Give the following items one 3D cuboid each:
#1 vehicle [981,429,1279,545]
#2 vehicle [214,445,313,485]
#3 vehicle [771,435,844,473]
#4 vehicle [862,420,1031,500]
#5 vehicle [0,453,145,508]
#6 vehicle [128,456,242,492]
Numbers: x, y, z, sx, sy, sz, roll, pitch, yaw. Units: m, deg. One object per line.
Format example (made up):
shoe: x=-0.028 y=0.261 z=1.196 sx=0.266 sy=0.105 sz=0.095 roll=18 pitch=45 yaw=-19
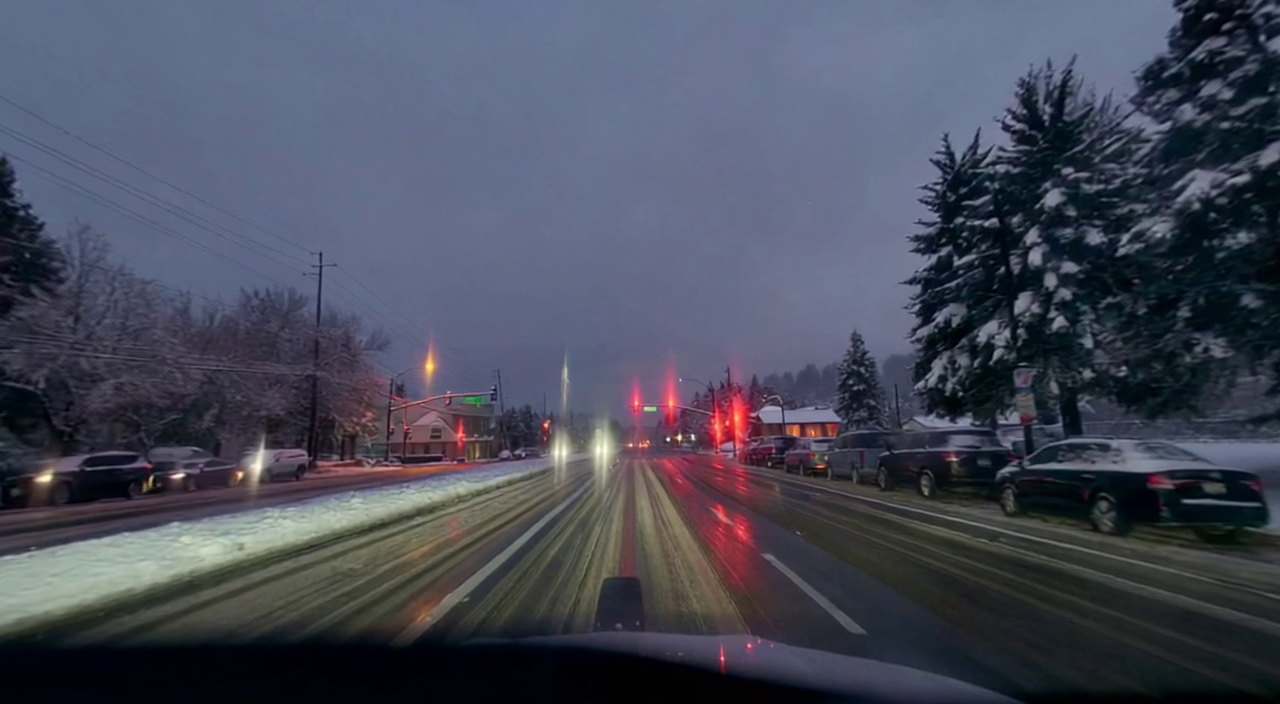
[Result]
vehicle: x=7.953 y=2.080 z=10.513 sx=1.892 sy=1.457 sz=4.840 roll=0 pitch=-9 yaw=1
vehicle: x=-22.346 y=6.692 z=37.906 sx=2.328 sy=1.929 sz=6.055 roll=-5 pitch=-9 yaw=-1
vehicle: x=7.866 y=4.848 z=30.202 sx=1.987 sy=1.628 sz=4.712 roll=0 pitch=-9 yaw=-3
vehicle: x=7.936 y=2.847 z=17.037 sx=2.034 sy=1.822 sz=4.953 roll=0 pitch=-9 yaw=0
vehicle: x=-22.323 y=4.833 z=24.225 sx=2.322 sy=1.781 sz=5.374 roll=-1 pitch=-9 yaw=0
vehicle: x=-22.297 y=5.978 z=31.293 sx=1.878 sy=1.561 sz=5.061 roll=0 pitch=-9 yaw=0
